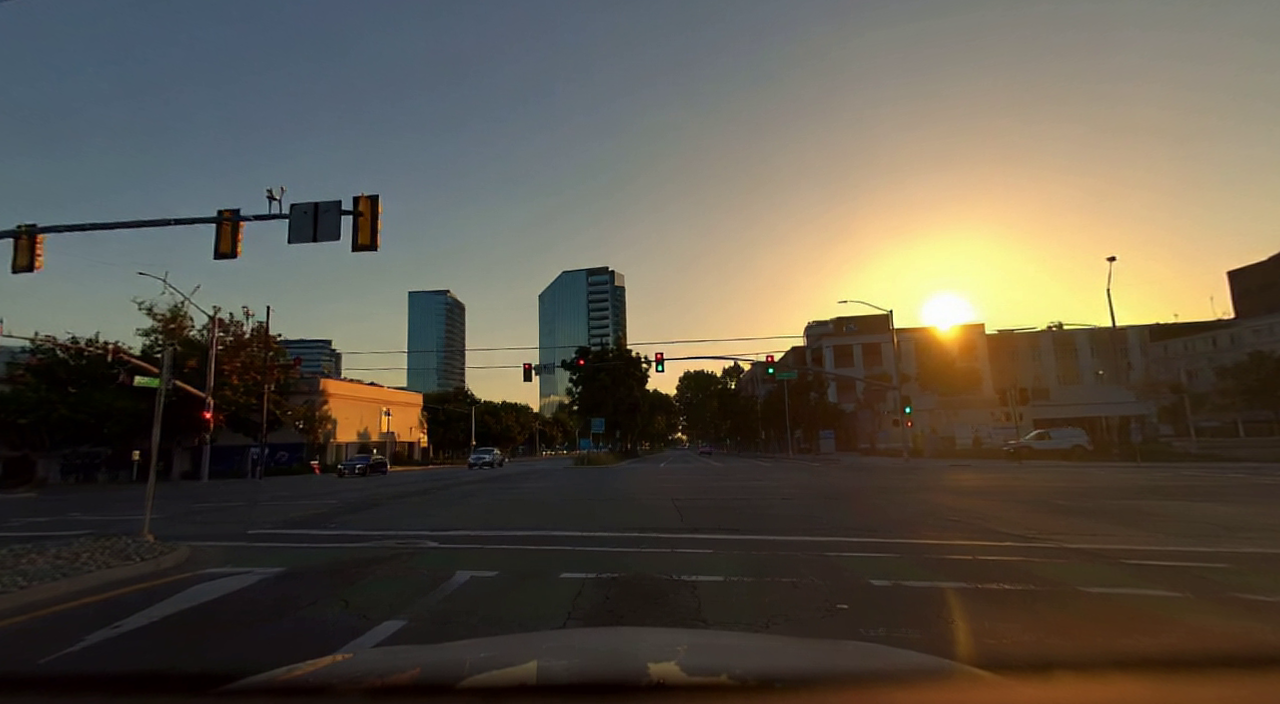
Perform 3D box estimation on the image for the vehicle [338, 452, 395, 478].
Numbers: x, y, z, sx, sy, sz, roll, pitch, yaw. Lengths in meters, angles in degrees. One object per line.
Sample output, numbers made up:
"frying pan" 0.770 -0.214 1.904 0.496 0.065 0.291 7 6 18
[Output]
"vehicle" -18.834 7.799 43.761 1.933 1.664 4.255 0 -9 1
